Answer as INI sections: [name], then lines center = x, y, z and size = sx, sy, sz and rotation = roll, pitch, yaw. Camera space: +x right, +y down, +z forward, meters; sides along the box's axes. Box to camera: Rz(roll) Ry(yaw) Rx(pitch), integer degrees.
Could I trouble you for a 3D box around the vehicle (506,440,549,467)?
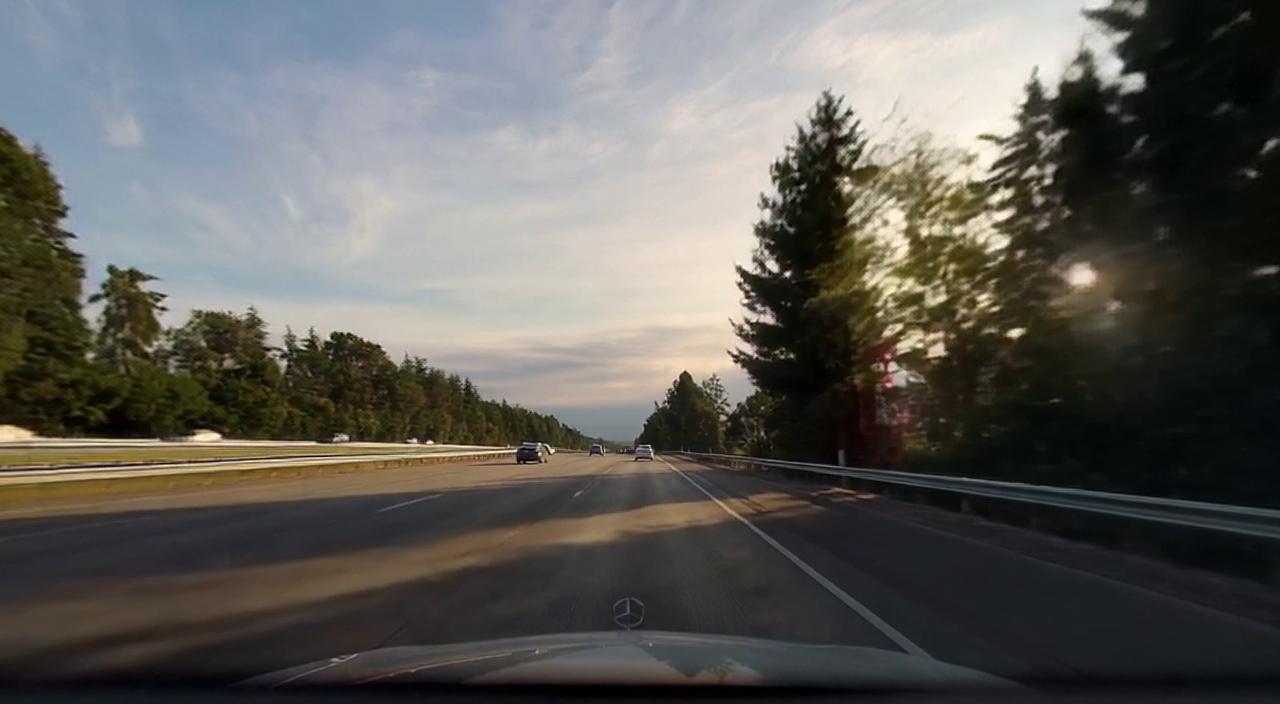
[vehicle]
center = -7.190, 6.523, 40.647
size = 1.972, 1.603, 3.891
rotation = 0, -8, 1
